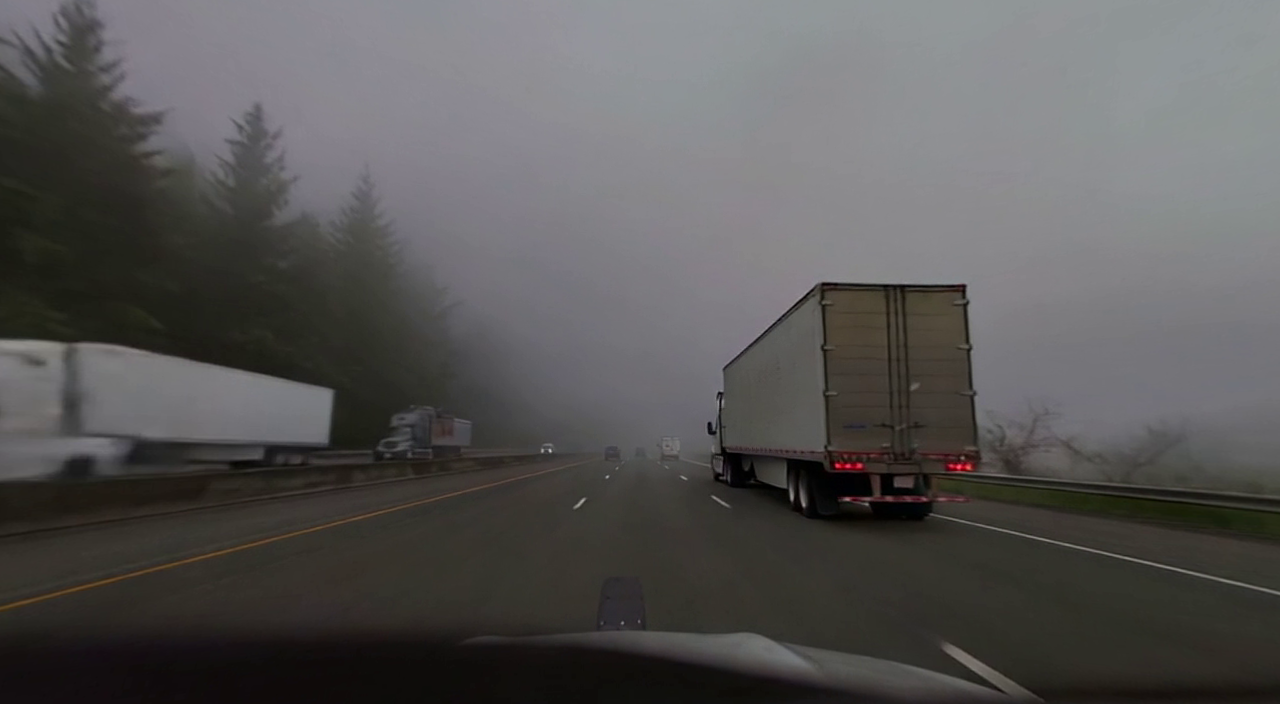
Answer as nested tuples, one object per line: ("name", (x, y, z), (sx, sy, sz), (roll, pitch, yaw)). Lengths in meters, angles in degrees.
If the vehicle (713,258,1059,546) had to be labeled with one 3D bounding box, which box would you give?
("vehicle", (4.127, 1.668, 15.372), (2.950, 4.033, 13.276), (0, -9, -1))
